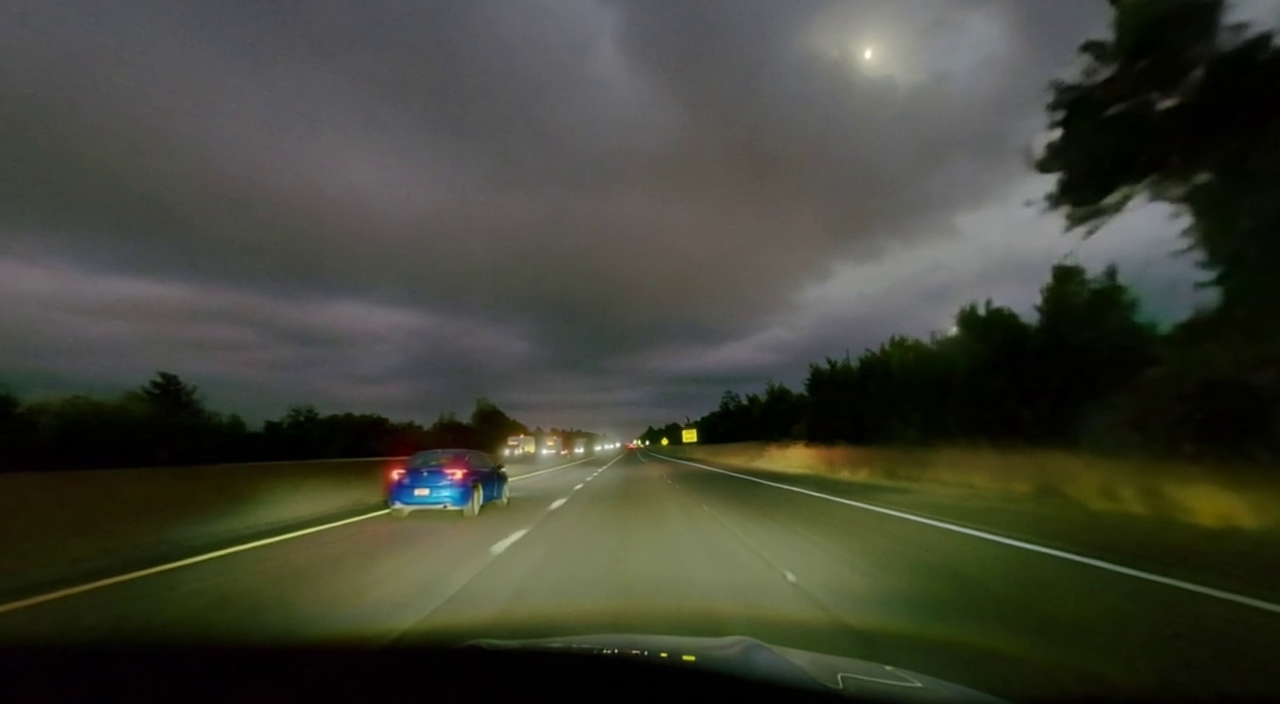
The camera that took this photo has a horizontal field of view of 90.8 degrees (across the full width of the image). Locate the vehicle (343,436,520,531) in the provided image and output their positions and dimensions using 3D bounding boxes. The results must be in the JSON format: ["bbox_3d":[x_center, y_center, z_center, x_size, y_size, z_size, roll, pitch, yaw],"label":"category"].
[{"bbox_3d":[-3.784,2.450,12.309,2.121,1.537,3.852,0,-9,0],"label":"vehicle"}]
